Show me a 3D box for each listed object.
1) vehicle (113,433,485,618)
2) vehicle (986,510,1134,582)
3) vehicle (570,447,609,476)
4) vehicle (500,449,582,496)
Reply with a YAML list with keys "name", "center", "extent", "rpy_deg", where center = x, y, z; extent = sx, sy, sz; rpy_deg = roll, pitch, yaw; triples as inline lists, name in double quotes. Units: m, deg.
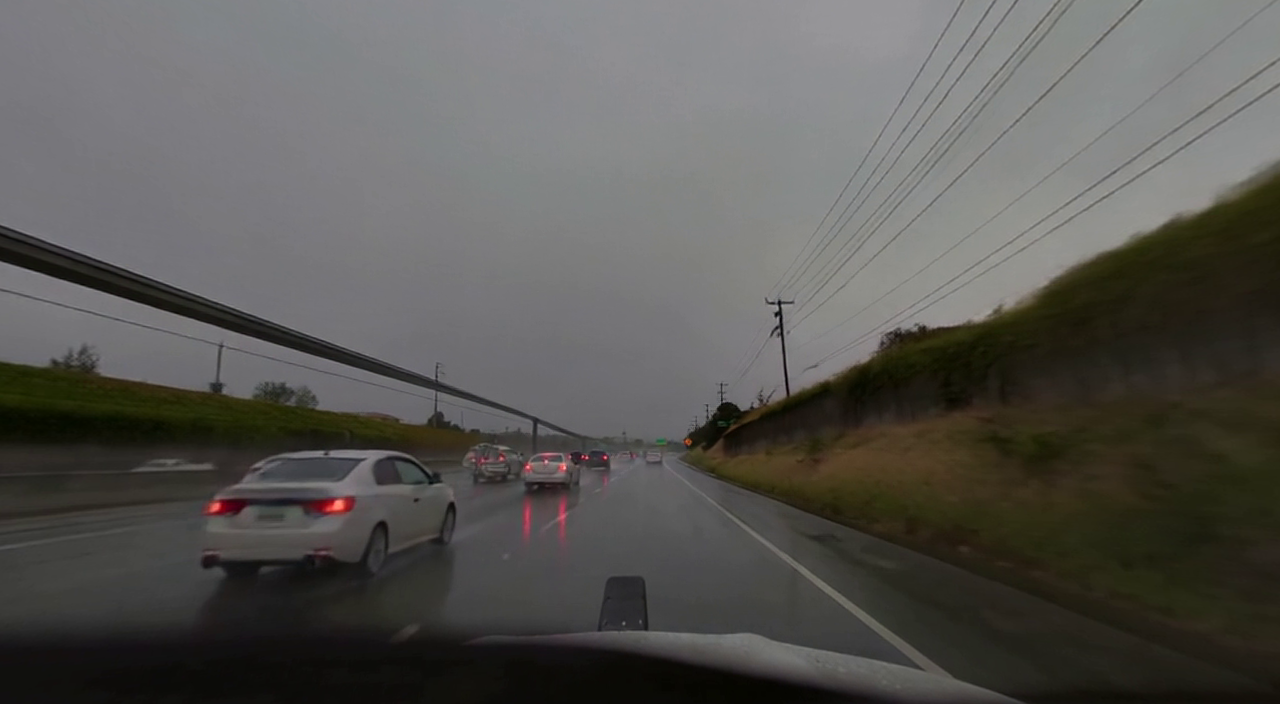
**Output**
- name: "vehicle"
  center: [-3.370, 1.752, 7.423]
  extent: [1.939, 1.511, 4.246]
  rpy_deg: [0, -8, 1]
- name: "vehicle"
  center: [12.676, 5.846, 19.373]
  extent: [1.853, 1.586, 3.727]
  rpy_deg: [0, -8, -2]
- name: "vehicle"
  center: [-3.194, 7.098, 41.092]
  extent: [2.052, 1.731, 4.372]
  rpy_deg: [0, -8, 2]
- name: "vehicle"
  center: [-3.343, 4.157, 22.217]
  extent: [2.056, 1.449, 4.330]
  rpy_deg: [0, -8, 2]
